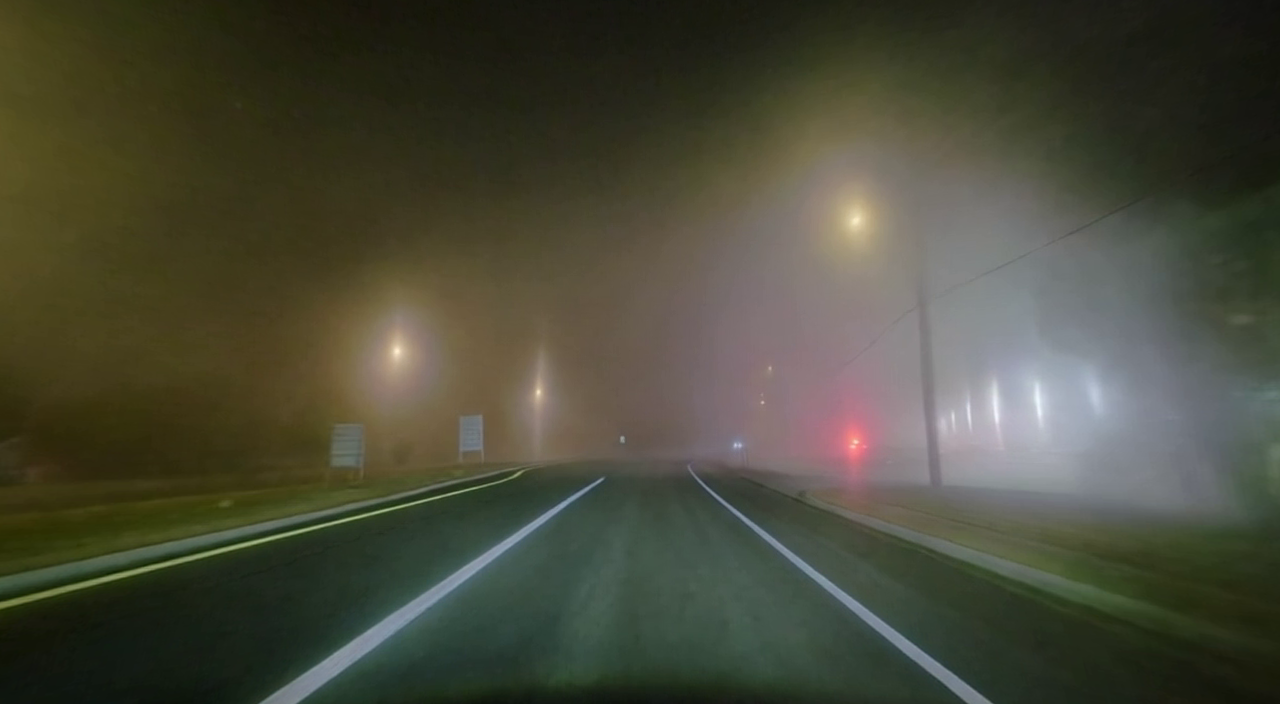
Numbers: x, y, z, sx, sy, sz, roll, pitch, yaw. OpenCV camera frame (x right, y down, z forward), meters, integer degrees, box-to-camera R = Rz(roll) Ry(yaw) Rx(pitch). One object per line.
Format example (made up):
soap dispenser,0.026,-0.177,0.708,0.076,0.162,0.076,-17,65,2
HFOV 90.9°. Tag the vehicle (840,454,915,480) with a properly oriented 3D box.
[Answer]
vehicle,15.006,7.236,39.793,4.475,1.492,1.925,5,-10,-30

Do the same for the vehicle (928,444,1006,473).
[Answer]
vehicle,22.612,7.376,43.892,2.119,1.874,4.855,1,-9,-12
